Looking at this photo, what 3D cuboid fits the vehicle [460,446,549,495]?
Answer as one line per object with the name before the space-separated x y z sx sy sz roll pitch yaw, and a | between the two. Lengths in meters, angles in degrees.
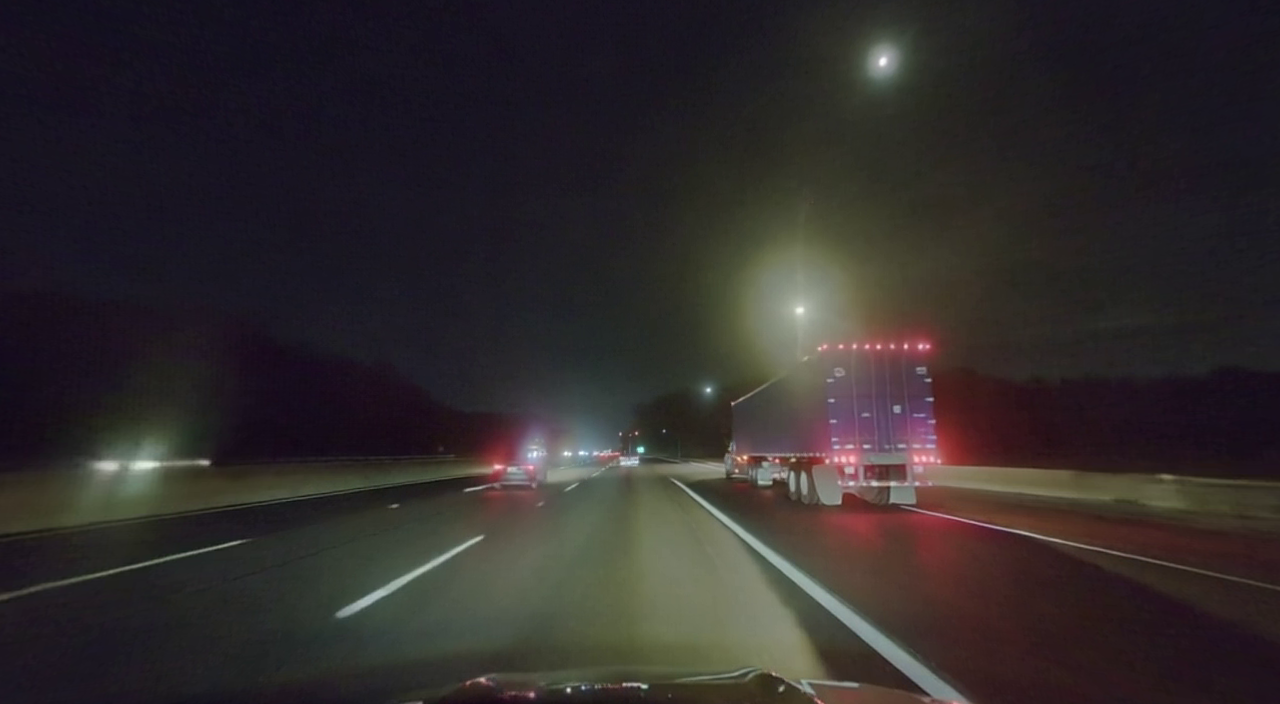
vehicle | -4.753 4.226 22.985 2.108 1.573 5.000 0 -9 0
